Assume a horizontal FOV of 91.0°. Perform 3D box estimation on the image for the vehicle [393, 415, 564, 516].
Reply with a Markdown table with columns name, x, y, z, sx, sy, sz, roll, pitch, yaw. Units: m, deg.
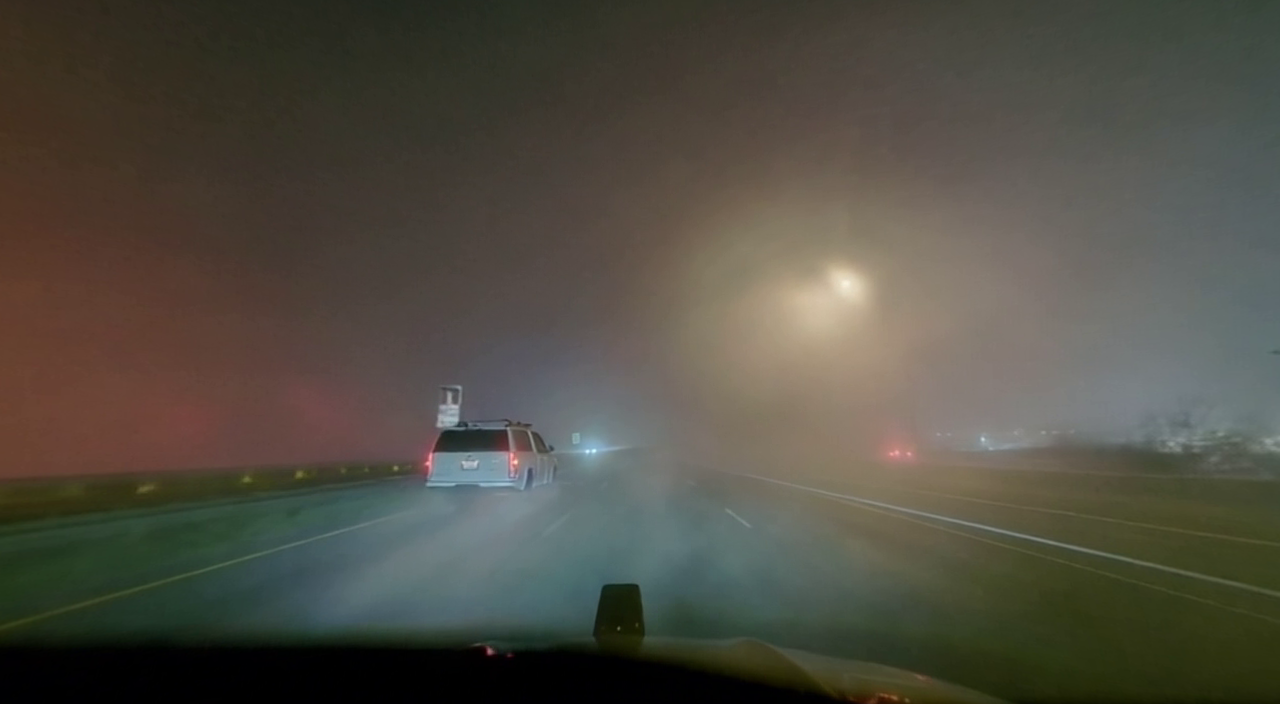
| name | x | y | z | sx | sy | sz | roll | pitch | yaw |
| --- | --- | --- | --- | --- | --- | --- | --- | --- | --- |
| vehicle | -3.466 | 2.622 | 15.048 | 2.431 | 1.928 | 5.760 | 0 | -9 | 1 |
